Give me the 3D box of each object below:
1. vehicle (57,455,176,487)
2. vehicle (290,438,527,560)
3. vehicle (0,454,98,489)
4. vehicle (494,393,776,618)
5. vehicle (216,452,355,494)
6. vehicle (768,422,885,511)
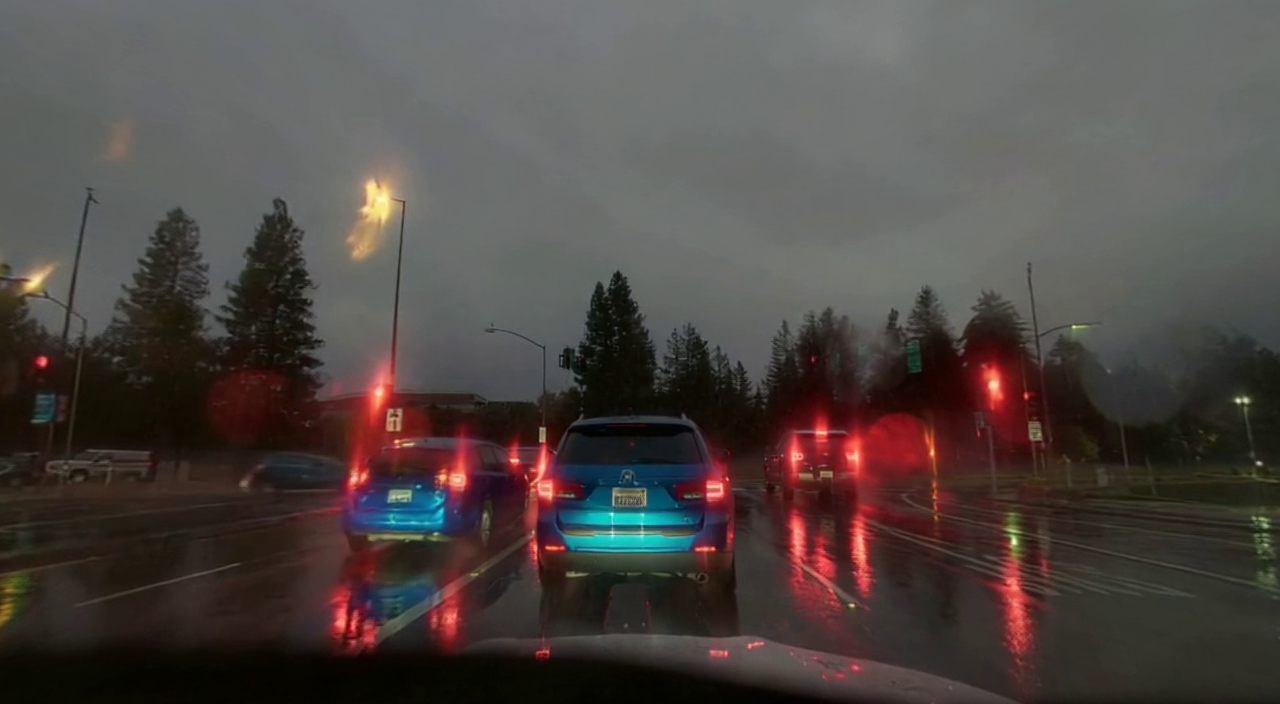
[{"bbox_3d":[-26.089,5.929,31.564,4.140,1.444,1.742,2,-8,-16],"label":"vehicle"},{"bbox_3d":[-3.194,2.099,9.855,1.913,1.453,4.413,0,-8,2],"label":"vehicle"},{"bbox_3d":[-27.114,5.270,27.942,4.198,1.444,1.765,2,-9,-15],"label":"vehicle"},{"bbox_3d":[-0.034,1.524,7.179,2.203,1.757,4.286,0,-8,0],"label":"vehicle"},{"bbox_3d":[-13.590,4.643,24.452,4.308,1.494,1.829,2,-9,-15],"label":"vehicle"},{"bbox_3d":[4.807,2.993,16.919,2.084,2.053,4.073,-1,-8,4],"label":"vehicle"}]
